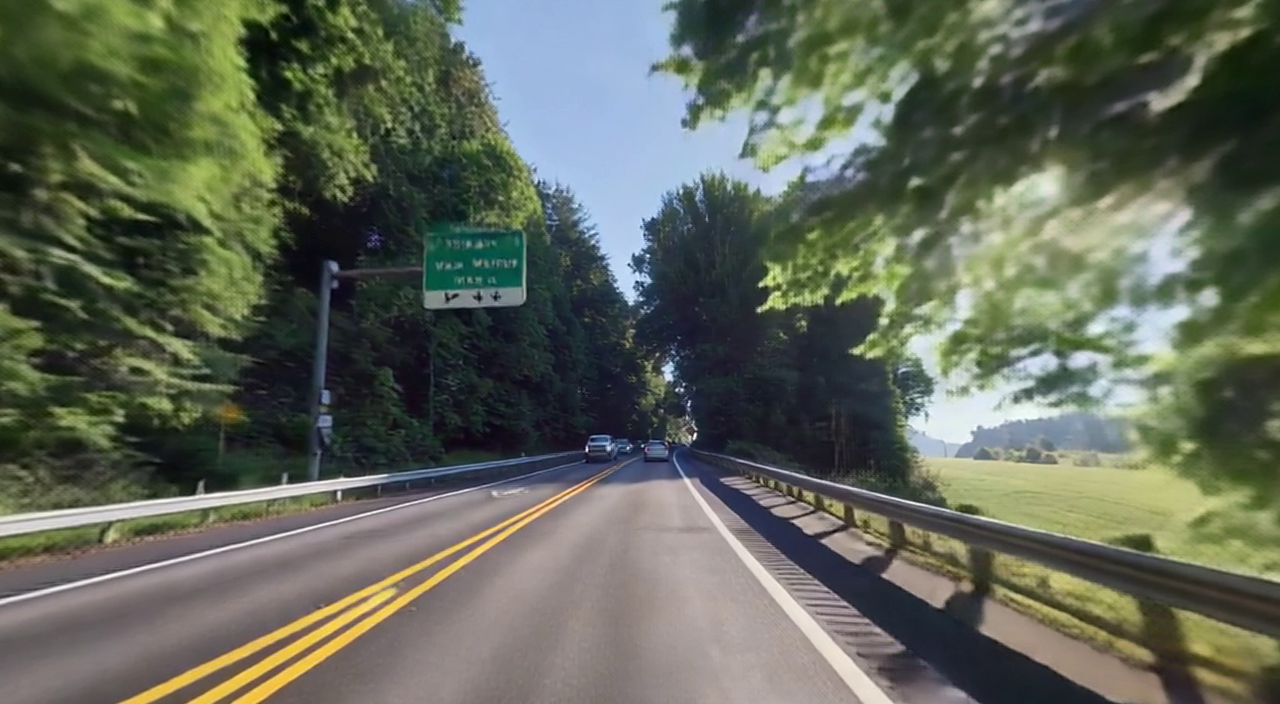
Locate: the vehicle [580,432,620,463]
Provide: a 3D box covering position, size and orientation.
[{"bbox_3d":[-3.025,7.373,48.893,2.479,2.208,5.780,-1,-9,3],"label":"vehicle"}]

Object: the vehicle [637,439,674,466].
[{"bbox_3d":[0.948,5.986,37.782,2.067,1.486,3.861,-1,-9,2],"label":"vehicle"}]
